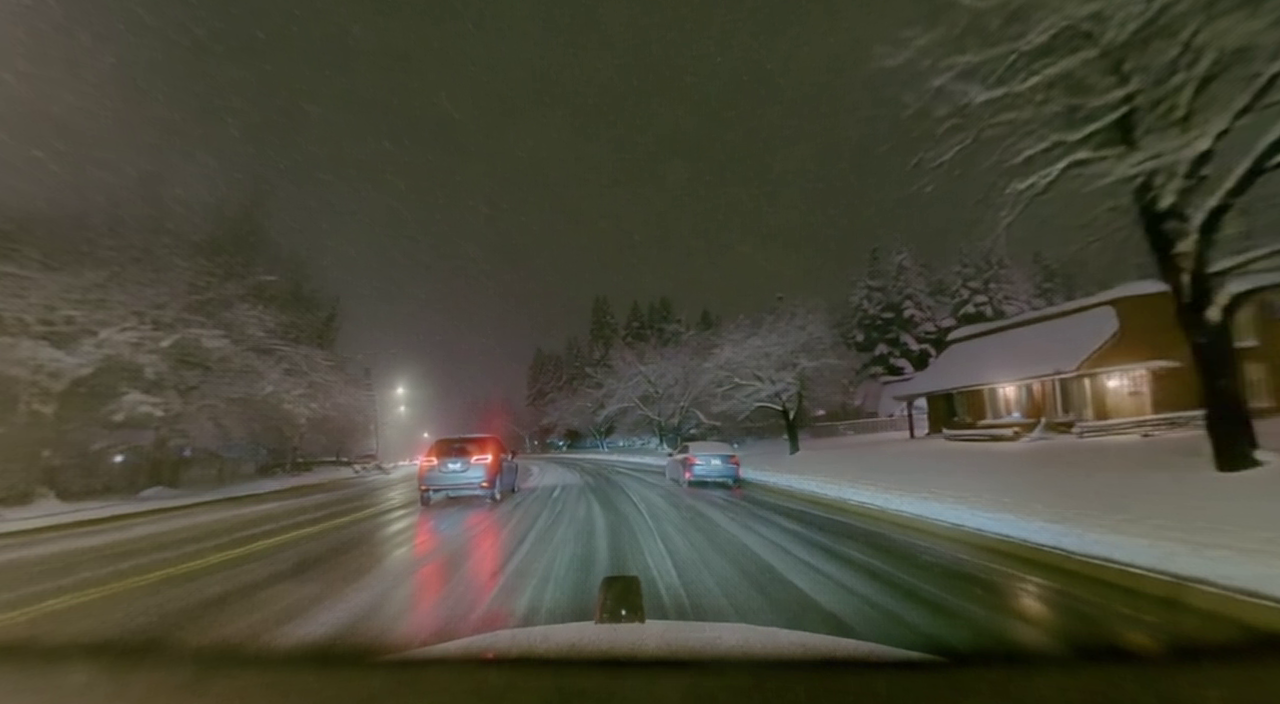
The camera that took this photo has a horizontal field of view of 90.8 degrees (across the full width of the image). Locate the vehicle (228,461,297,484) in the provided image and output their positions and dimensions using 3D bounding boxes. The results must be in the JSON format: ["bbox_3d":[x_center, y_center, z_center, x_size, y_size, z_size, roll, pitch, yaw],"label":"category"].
[{"bbox_3d":[-26.955,8.609,45.232,3.892,1.323,1.741,-1,-8,-13],"label":"vehicle"}]

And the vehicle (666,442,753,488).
[{"bbox_3d":[2.375,4.014,22.877,1.928,1.447,4.386,1,-9,-10],"label":"vehicle"}]

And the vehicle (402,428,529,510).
[{"bbox_3d":[-4.233,2.907,16.188,2.175,1.772,4.442,0,-8,-3],"label":"vehicle"}]
